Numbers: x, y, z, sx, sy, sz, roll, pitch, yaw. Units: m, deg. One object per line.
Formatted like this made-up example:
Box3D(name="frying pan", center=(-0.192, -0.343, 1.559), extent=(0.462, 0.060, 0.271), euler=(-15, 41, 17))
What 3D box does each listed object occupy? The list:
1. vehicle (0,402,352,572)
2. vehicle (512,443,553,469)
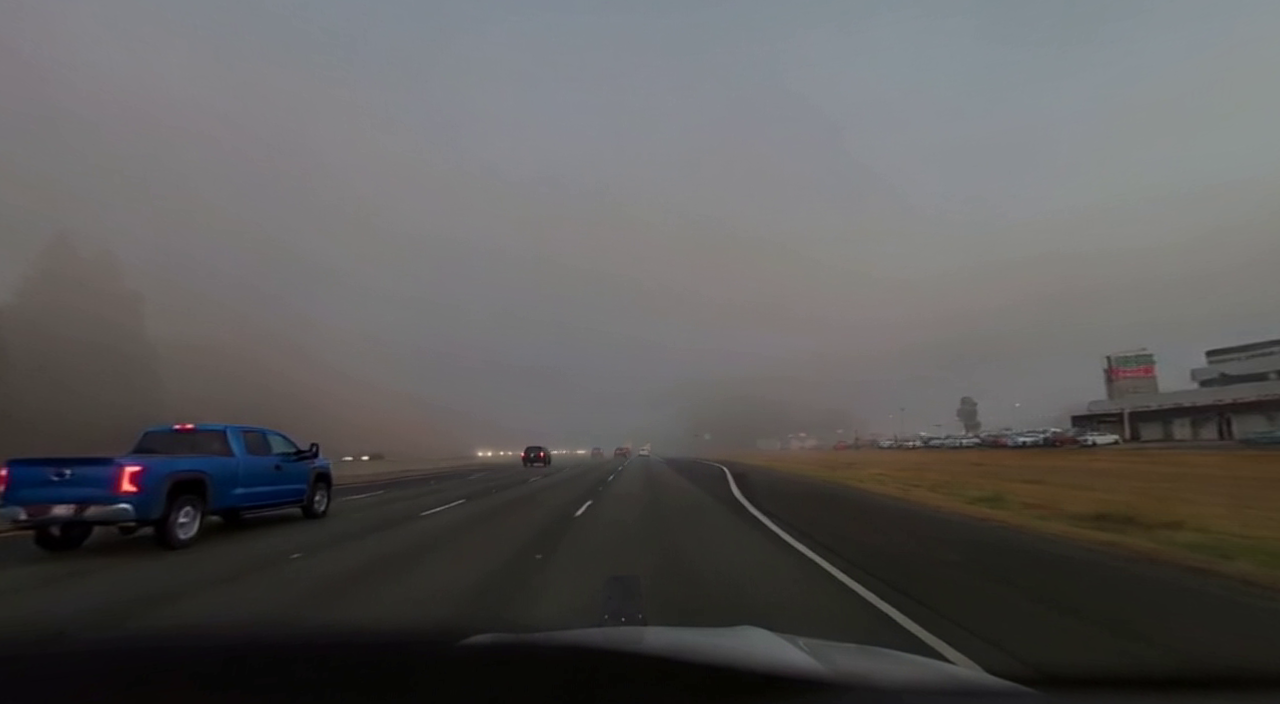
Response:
Box3D(name="vehicle", center=(-7.169, 1.960, 10.195), extent=(2.156, 1.911, 5.956), euler=(0, -8, 0))
Box3D(name="vehicle", center=(-7.338, 7.143, 43.575), extent=(2.021, 1.699, 4.324), euler=(0, -8, 1))
